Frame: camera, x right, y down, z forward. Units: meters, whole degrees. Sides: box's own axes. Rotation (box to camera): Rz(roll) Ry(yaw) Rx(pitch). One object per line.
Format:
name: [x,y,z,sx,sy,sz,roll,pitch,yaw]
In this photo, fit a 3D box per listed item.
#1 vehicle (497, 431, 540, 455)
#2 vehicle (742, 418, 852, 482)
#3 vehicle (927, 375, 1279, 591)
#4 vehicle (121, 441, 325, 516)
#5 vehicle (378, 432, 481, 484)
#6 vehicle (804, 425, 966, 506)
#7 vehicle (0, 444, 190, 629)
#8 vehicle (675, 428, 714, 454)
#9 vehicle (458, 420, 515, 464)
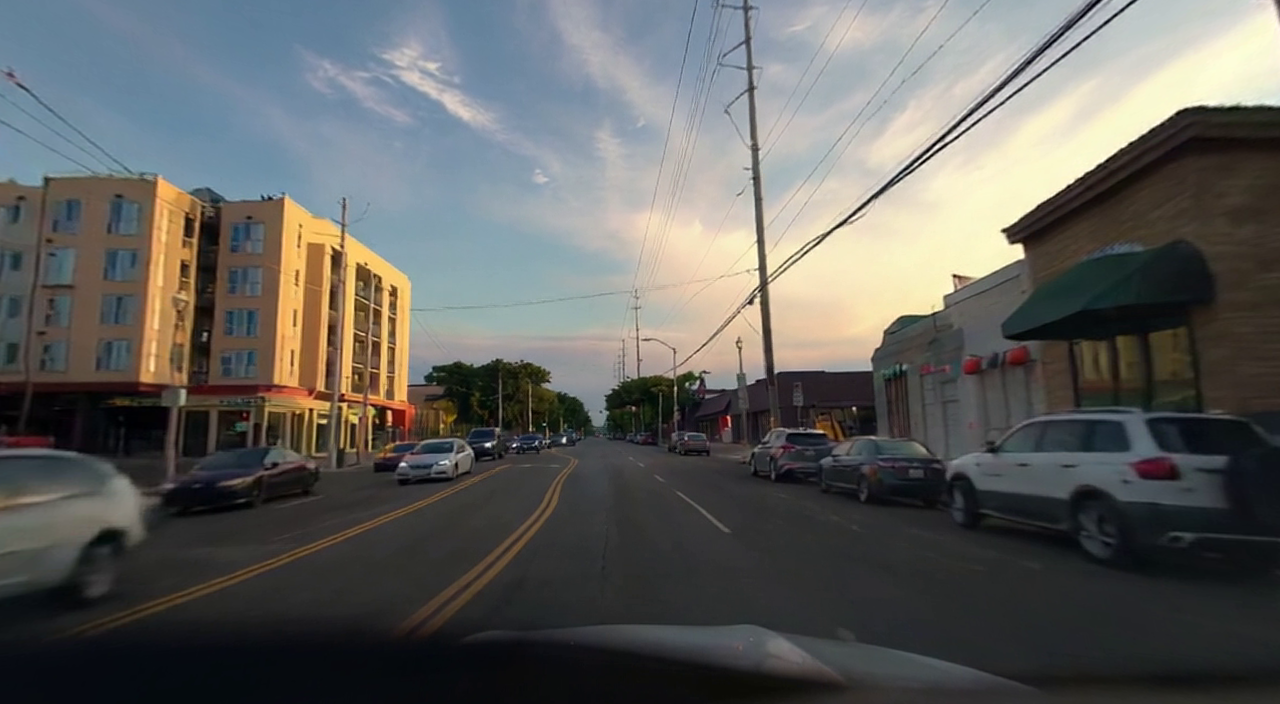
vehicle: [-7.808,5.941,41.142,2.052,1.481,4.248,0,-8,-1]
vehicle: [4.906,3.192,20.700,2.059,1.804,5.182,0,-8,-3]
vehicle: [5.888,1.515,8.153,1.945,1.931,4.778,0,-8,-2]
vehicle: [-9.672,2.923,15.226,2.012,1.514,4.450,0,-8,-3]
vehicle: [-6.668,3.400,20.538,2.095,1.493,4.216,0,-8,-3]
vehicle: [5.390,2.540,14.604,1.915,1.569,4.117,0,-8,-3]
vehicle: [-6.070,1.501,5.123,1.803,1.472,4.164,0,-8,-1]
vehicle: [3.499,5.830,41.358,1.957,1.572,4.418,0,-8,-3]
vehicle: [-7.430,4.436,31.107,1.937,1.944,4.640,0,-8,-4]
